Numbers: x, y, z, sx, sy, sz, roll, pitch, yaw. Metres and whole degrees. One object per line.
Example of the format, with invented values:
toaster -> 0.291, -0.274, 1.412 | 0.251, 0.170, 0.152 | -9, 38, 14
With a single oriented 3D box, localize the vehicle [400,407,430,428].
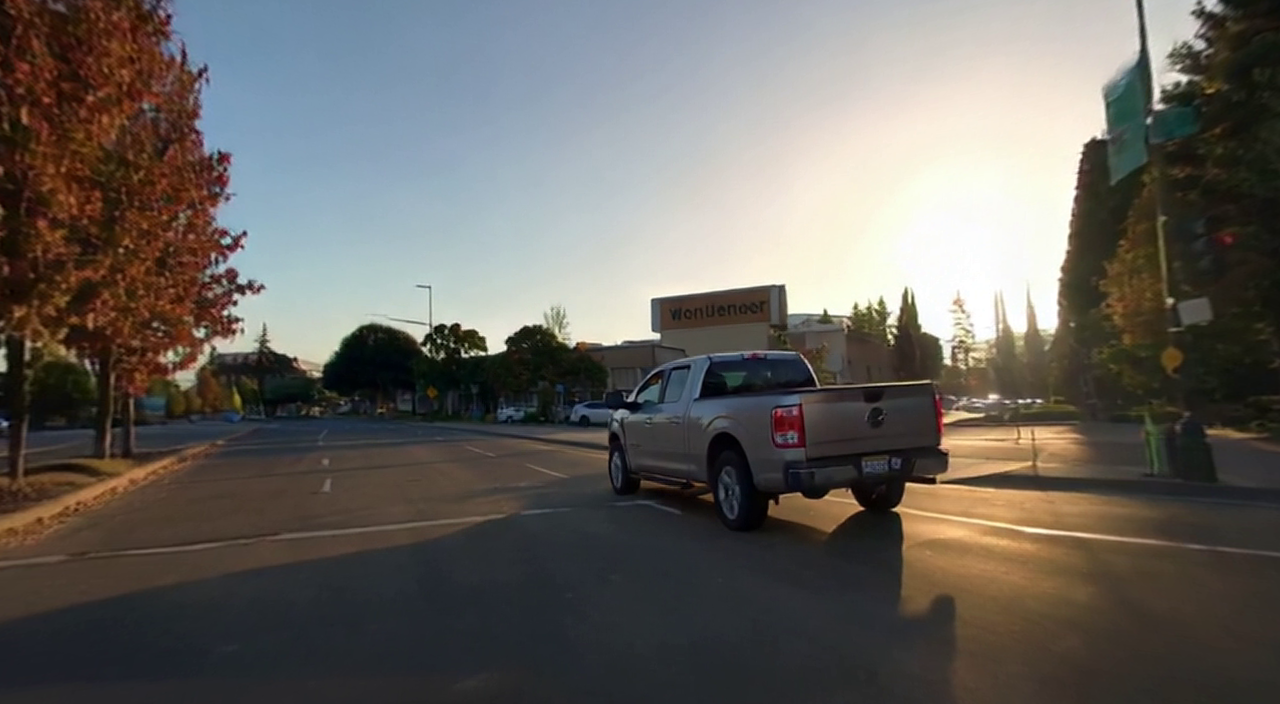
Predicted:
vehicle -> -17.573, 5.144, 49.262 | 1.842, 1.467, 4.633 | 3, -9, -23

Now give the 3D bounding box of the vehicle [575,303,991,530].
vehicle -> 1.188, 0.970, 8.416 | 2.402, 1.922, 5.677 | 3, -9, -24

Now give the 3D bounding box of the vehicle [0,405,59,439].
vehicle -> -34.354, 3.922, 34.919 | 2.037, 1.725, 4.632 | 4, -9, -27
